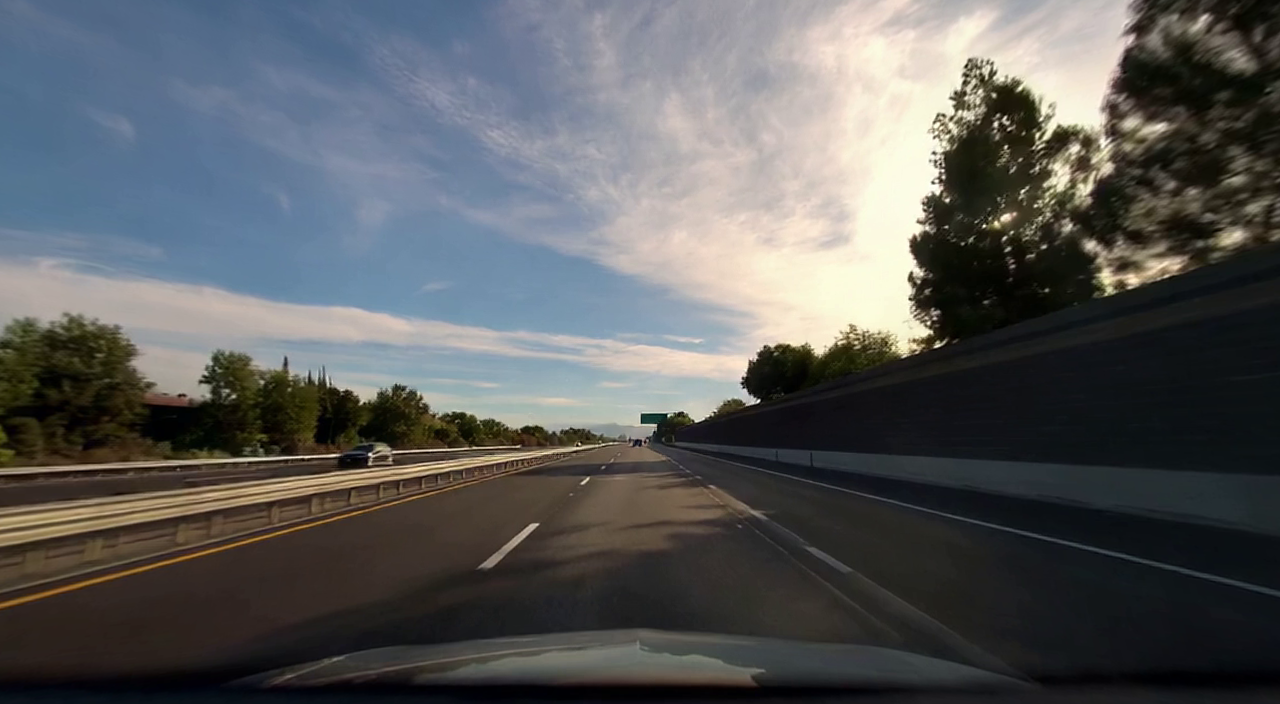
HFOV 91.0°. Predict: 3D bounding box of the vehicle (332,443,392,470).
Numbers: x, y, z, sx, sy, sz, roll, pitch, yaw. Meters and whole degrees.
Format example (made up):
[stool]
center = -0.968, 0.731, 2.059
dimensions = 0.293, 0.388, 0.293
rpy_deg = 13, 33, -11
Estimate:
[vehicle]
center = -15.984, 5.998, 36.404
dimensions = 1.828, 1.439, 3.737
rpy_deg = 0, -8, -1
